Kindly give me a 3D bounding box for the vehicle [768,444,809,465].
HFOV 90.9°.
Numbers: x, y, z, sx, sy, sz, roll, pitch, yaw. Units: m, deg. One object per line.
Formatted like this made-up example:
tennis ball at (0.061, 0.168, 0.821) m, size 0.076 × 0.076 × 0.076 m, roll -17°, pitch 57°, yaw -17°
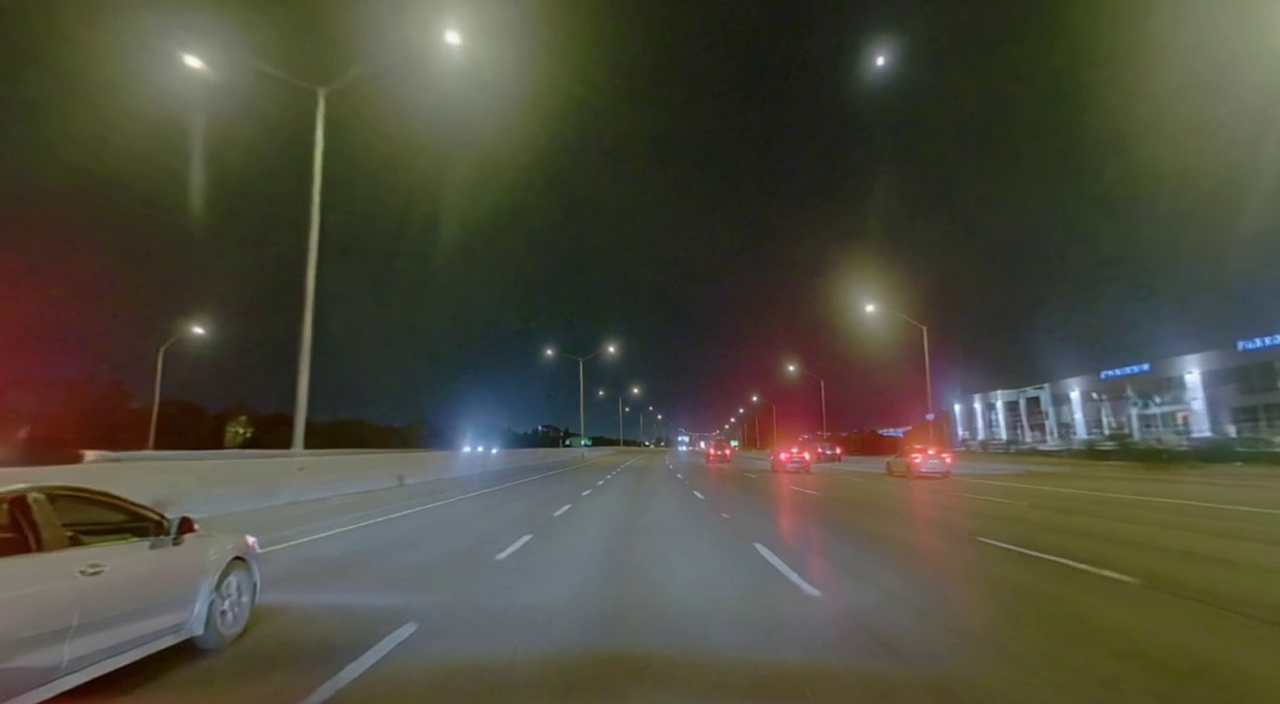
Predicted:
vehicle at (11.262, 7.797, 48.073) m, size 2.000 × 1.514 × 4.585 m, roll 0°, pitch -9°, yaw 0°
